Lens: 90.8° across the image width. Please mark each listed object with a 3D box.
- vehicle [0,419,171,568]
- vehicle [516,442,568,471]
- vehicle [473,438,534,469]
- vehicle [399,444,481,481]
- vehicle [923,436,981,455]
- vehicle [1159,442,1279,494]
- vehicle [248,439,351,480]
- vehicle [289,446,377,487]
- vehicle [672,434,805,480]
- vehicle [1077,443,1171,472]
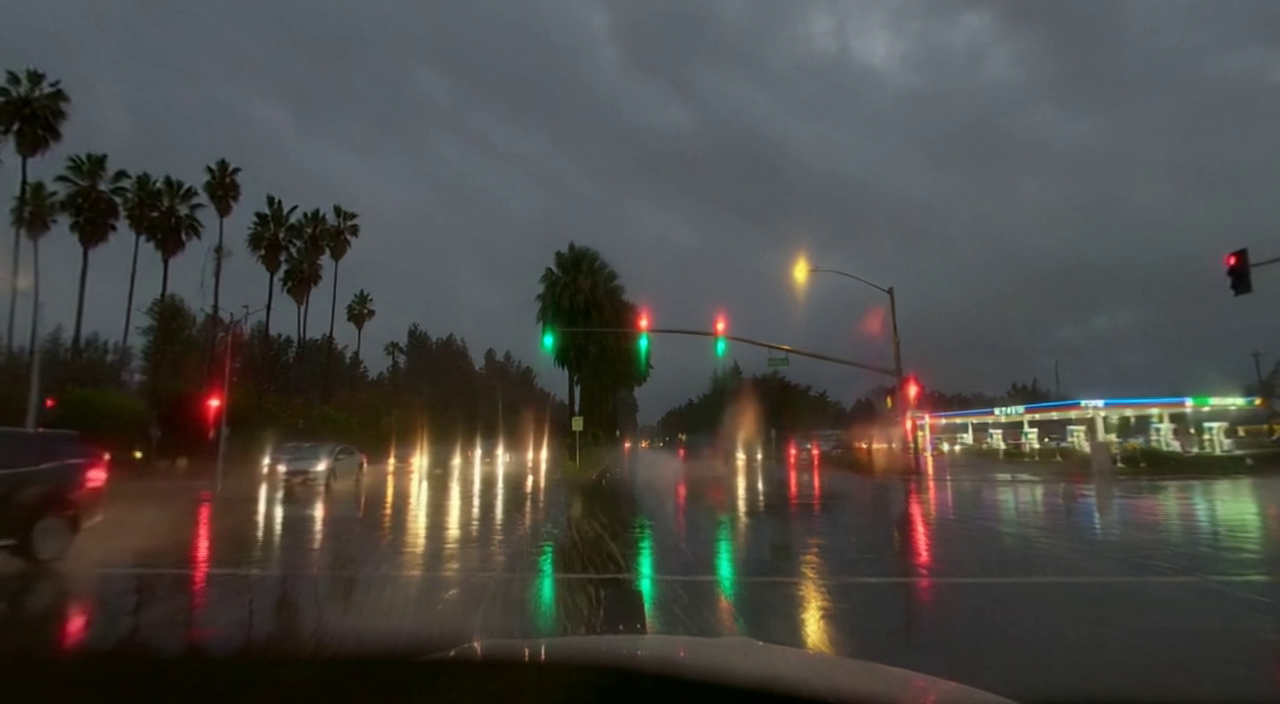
[{"bbox_3d":[-8.442,1.679,7.568,2.124,1.701,4.551,0,-9,0],"label":"vehicle"},{"bbox_3d":[-5.379,5.849,35.438,2.079,1.490,5.064,0,-9,1],"label":"vehicle"},{"bbox_3d":[-8.797,6.621,41.372,2.609,1.865,5.875,0,-9,0],"label":"vehicle"},{"bbox_3d":[-8.750,4.854,28.102,2.034,1.510,4.647,0,-9,1],"label":"vehicle"},{"bbox_3d":[22.540,6.760,45.657,3.356,1.395,1.559,0,-9,-1],"label":"vehicle"},{"bbox_3d":[18.765,3.412,18.822,5.015,1.446,1.862,0,-9,-2],"label":"vehicle"},{"bbox_3d":[-15.379,4.877,28.902,1.852,1.705,5.263,0,-9,-1],"label":"vehicle"},{"bbox_3d":[-11.974,4.456,24.892,1.633,1.460,3.540,0,-9,0],"label":"vehicle"},{"bbox_3d":[3.928,4.177,25.307,4.892,1.719,1.929,3,-9,-21],"label":"vehicle"},{"bbox_3d":[24.260,5.294,31.736,3.474,1.376,1.538,0,-9,-2],"label":"vehicle"}]
